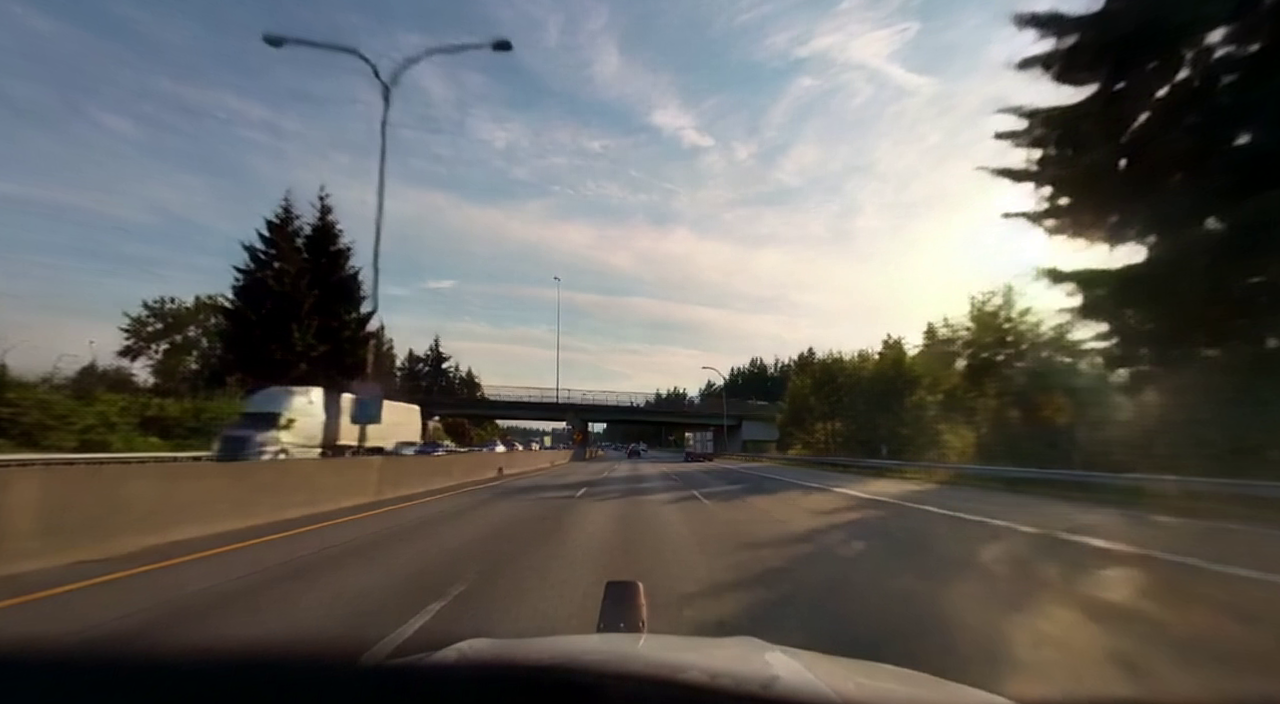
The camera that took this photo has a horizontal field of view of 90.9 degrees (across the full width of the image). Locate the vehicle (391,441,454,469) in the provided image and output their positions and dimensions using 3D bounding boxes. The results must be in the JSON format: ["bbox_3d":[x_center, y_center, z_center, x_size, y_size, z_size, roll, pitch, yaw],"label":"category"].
[{"bbox_3d":[-11.900,5.676,34.790,1.957,1.454,4.392,0,-9,-1],"label":"vehicle"}]

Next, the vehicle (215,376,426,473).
[{"bbox_3d":[-16.226,4.332,34.847,2.994,4.027,16.848,0,-9,0],"label":"vehicle"}]
